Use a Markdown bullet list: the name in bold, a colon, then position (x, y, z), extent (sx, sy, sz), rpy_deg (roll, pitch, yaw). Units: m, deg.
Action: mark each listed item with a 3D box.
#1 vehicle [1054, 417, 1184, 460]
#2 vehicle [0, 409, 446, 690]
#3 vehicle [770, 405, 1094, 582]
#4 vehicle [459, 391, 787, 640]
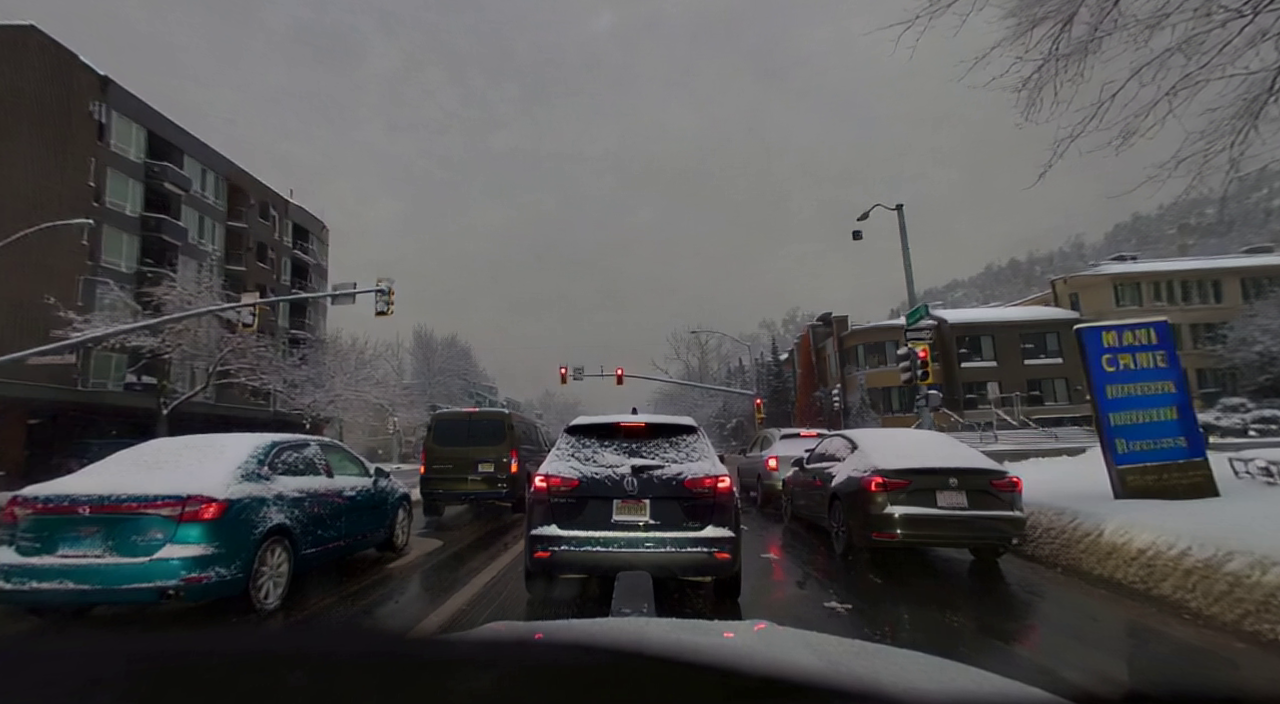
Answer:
- **vehicle**: position (23.125, 4.208, 30.580), extent (4.583, 2.019, 2.147), rpy_deg (1, -9, -4)
- **vehicle**: position (-3.545, 1.423, 5.820), extent (1.906, 1.524, 4.547), rpy_deg (0, -8, 2)
- **vehicle**: position (3.220, 1.662, 8.253), extent (2.004, 1.646, 4.554), rpy_deg (0, -8, -1)
- **vehicle**: position (-0.128, 1.414, 6.440), extent (2.195, 1.662, 4.262), rpy_deg (0, -8, 0)
